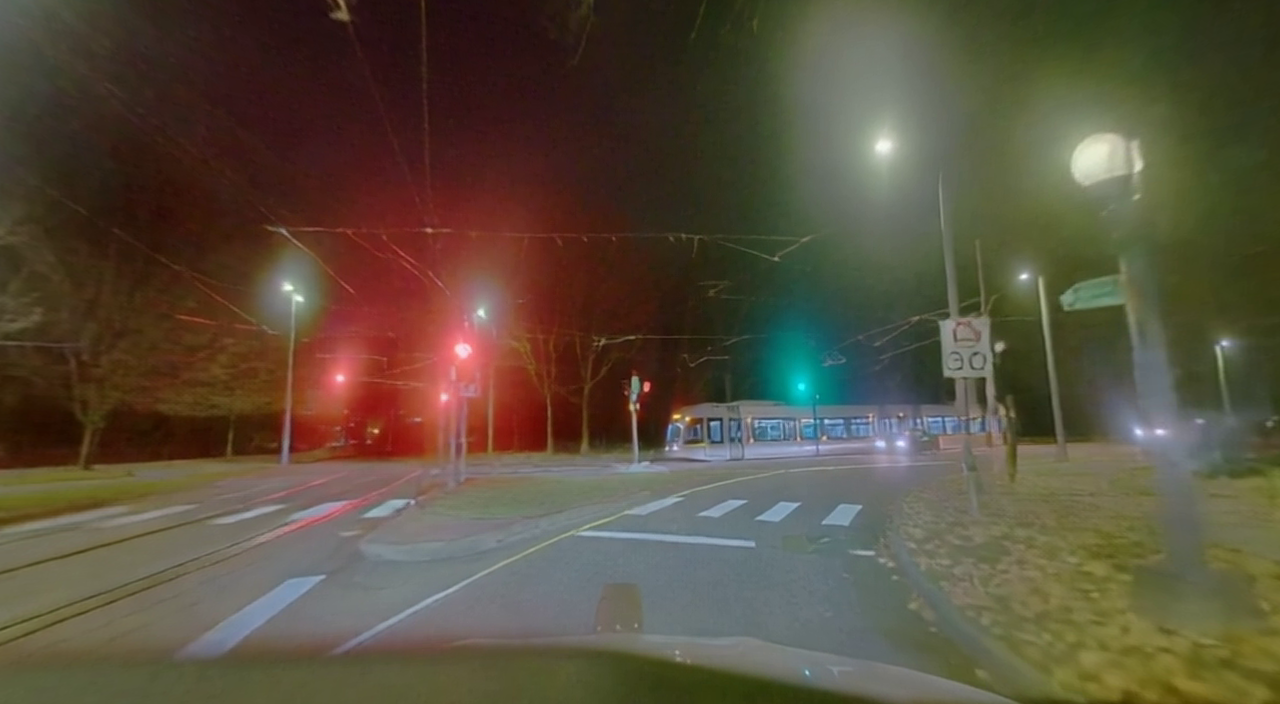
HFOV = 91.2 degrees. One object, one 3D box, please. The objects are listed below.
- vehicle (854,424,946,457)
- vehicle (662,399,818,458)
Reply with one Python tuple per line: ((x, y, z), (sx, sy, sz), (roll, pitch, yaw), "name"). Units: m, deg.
((14.762, 5.058, 35.606), (4.687, 1.760, 2.028), (3, -9, -22), "vehicle")
((6.870, 5.331, 43.007), (10.391, 3.725, 2.904), (3, -9, -19), "vehicle")
